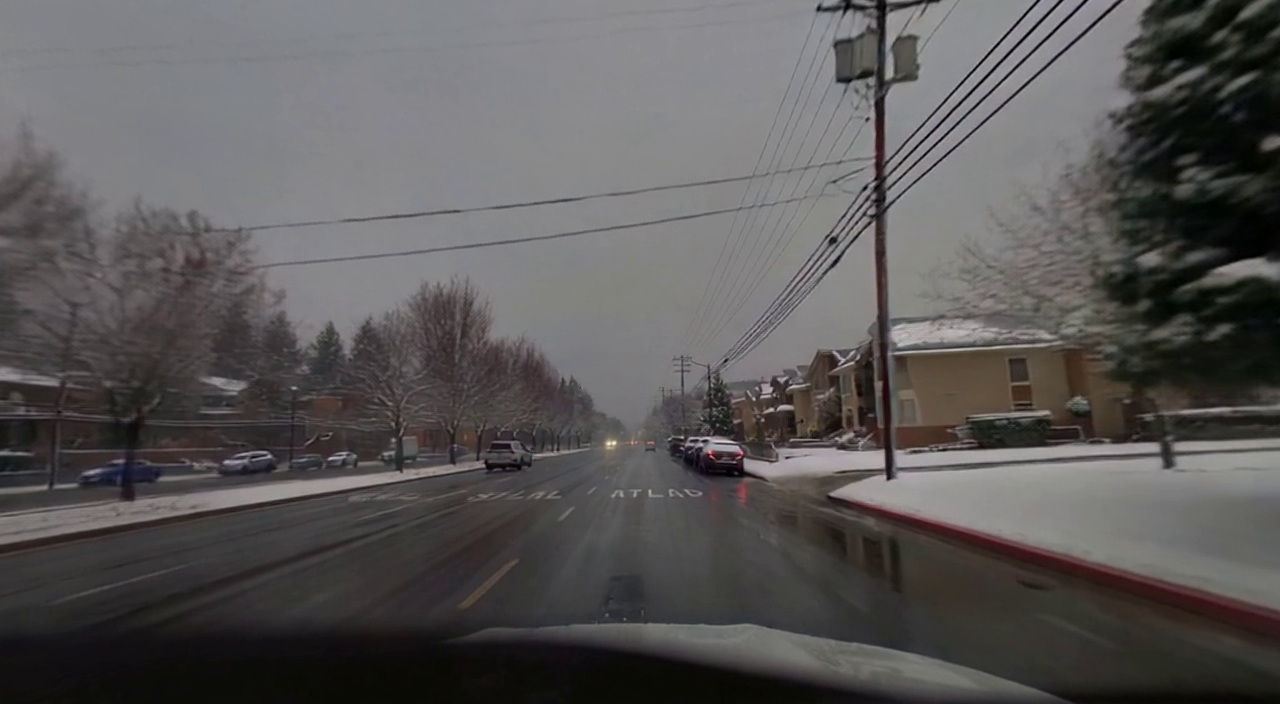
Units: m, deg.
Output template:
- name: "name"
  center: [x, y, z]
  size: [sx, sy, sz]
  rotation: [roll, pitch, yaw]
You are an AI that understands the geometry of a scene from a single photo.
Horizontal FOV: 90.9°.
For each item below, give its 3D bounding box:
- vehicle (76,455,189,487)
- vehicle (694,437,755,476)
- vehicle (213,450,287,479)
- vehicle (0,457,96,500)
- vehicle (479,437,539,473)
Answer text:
- name: "vehicle"
  center: [-25.807, 6.054, 32.314]
  size: [1.935, 1.487, 4.600]
  rotation: [-1, -10, 0]
- name: "vehicle"
  center: [3.665, 4.606, 28.087]
  size: [2.048, 1.556, 4.753]
  rotation: [0, -8, 0]
- name: "vehicle"
  center: [-25.752, 7.405, 41.851]
  size: [1.959, 1.707, 4.481]
  rotation: [0, -8, 0]
- name: "vehicle"
  center: [-25.860, 5.359, 26.635]
  size: [1.857, 1.472, 4.422]
  rotation: [-4, -7, 1]
- name: "vehicle"
  center: [-6.517, 5.176, 31.950]
  size: [2.000, 1.671, 4.497]
  rotation: [0, -8, 1]
